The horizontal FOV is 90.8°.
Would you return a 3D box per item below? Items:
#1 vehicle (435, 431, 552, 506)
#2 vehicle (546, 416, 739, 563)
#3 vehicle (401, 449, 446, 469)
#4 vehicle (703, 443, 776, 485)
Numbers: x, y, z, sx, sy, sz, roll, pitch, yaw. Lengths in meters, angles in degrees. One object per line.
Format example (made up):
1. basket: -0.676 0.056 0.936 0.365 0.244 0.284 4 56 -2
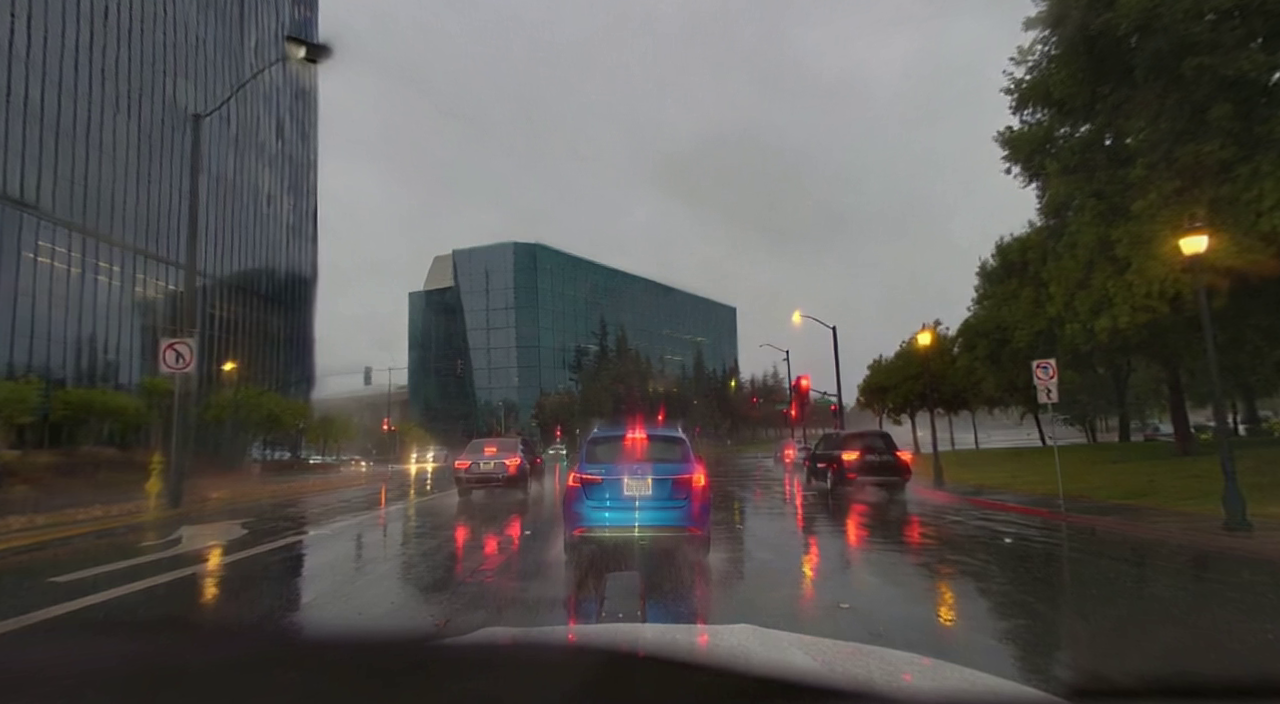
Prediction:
1. vehicle: -3.620 2.964 16.492 2.068 1.678 4.199 0 -8 0
2. vehicle: 0.016 1.886 9.398 2.207 1.659 4.155 0 -8 0
3. vehicle: -16.704 8.269 48.953 1.826 1.422 4.490 0 -8 0
4. vehicle: 3.716 4.256 24.461 2.082 1.445 4.426 0 -8 0
